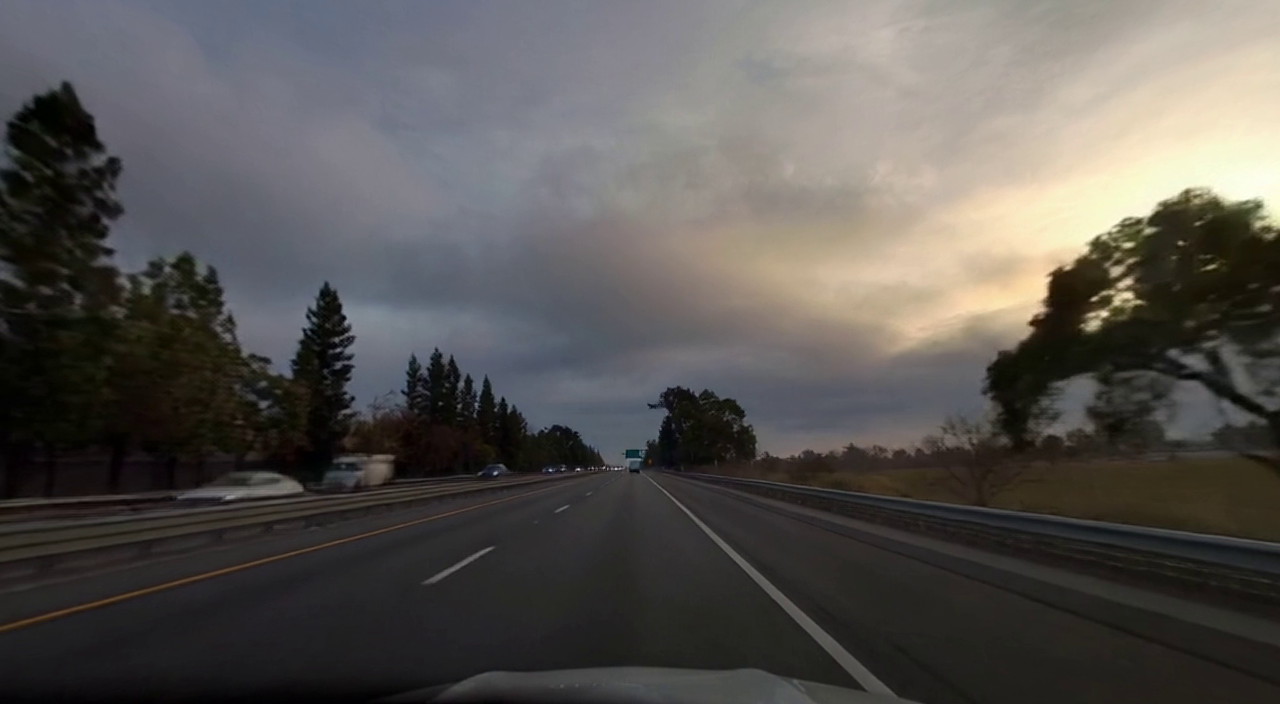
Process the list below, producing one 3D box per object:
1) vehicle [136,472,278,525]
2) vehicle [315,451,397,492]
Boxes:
[{"bbox_3d":[-13.265,4.484,19.646,1.654,1.429,3.974,1,-11,-2],"label":"vehicle"},{"bbox_3d":[-17.016,7.218,38.095,2.405,2.219,5.323,1,-11,0],"label":"vehicle"}]
